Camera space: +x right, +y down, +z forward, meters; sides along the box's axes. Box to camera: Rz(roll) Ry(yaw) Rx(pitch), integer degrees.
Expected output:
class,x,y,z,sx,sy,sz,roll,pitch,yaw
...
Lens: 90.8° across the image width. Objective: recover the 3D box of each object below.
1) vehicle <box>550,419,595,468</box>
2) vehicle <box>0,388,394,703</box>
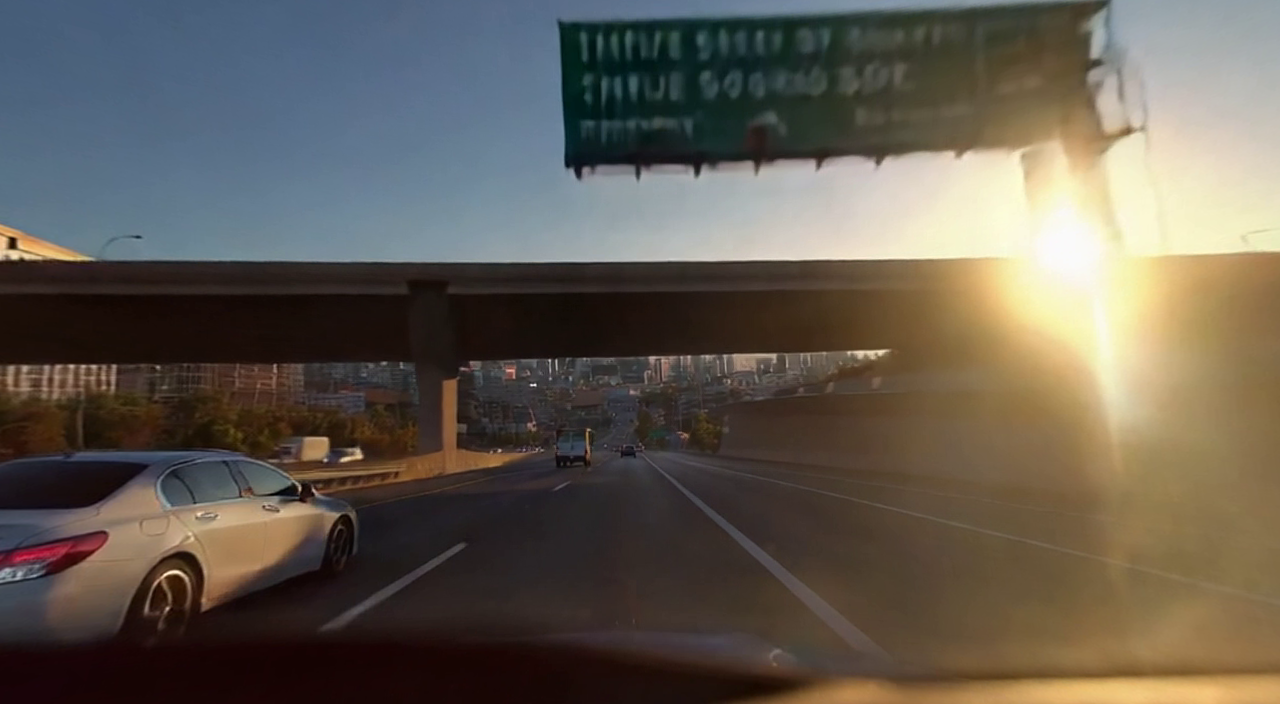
class,x,y,z,sx,sy,sz,roll,pitch,yaw
vehicle,-4.357,6.120,42.139,2.364,2.953,6.732,0,-8,-1
vehicle,-3.864,1.270,4.948,2.025,1.556,4.594,0,-8,0
